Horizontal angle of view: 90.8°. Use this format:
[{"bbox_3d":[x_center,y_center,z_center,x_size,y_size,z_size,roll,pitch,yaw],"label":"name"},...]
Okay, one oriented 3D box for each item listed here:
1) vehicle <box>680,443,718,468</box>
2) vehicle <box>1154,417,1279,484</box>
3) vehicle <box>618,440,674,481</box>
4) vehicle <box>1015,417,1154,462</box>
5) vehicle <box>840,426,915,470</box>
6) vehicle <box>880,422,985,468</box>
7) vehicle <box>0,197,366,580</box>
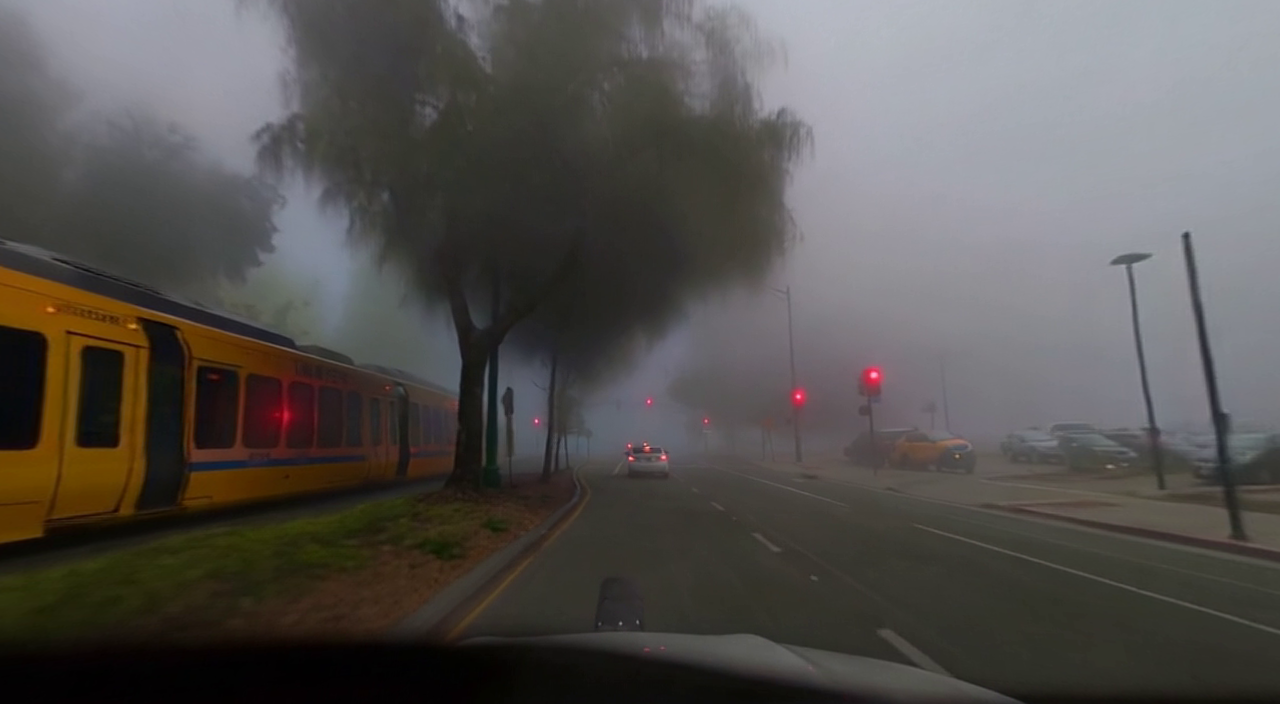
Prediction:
[{"bbox_3d":[3.598,6.379,39.260,1.944,1.447,4.392,0,-8,0],"label":"vehicle"},{"bbox_3d":[15.413,2.400,15.489,1.780,1.498,4.611,0,-9,1],"label":"vehicle"},{"bbox_3d":[0.220,4.208,24.800,2.002,1.471,4.337,0,-8,0],"label":"vehicle"},{"bbox_3d":[19.581,3.947,28.288,2.159,1.817,5.675,0,-9,0],"label":"vehicle"},{"bbox_3d":[13.424,5.393,36.129,2.221,2.116,5.535,1,-6,1],"label":"vehicle"},{"bbox_3d":[13.353,4.327,29.359,2.145,1.911,5.581,0,-9,0],"label":"vehicle"},{"bbox_3d":[-7.680,0.507,7.370,2.897,3.700,13.528,0,-7,0],"label":"vehicle"}]
